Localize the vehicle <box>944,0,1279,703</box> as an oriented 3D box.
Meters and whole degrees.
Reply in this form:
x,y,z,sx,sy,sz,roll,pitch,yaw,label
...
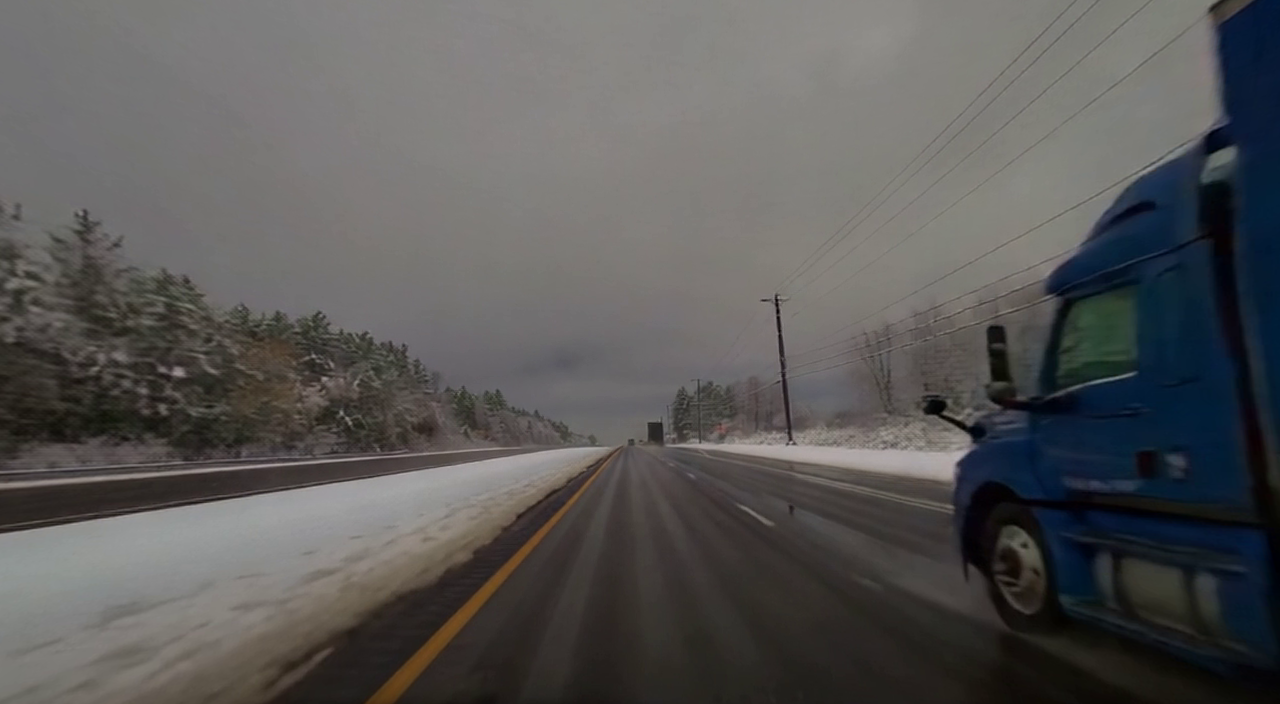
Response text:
x,y,z,sx,sy,sz,roll,pitch,yaw,label
4.133,-0.407,0.429,3.037,3.672,9.136,0,-8,-1,vehicle
